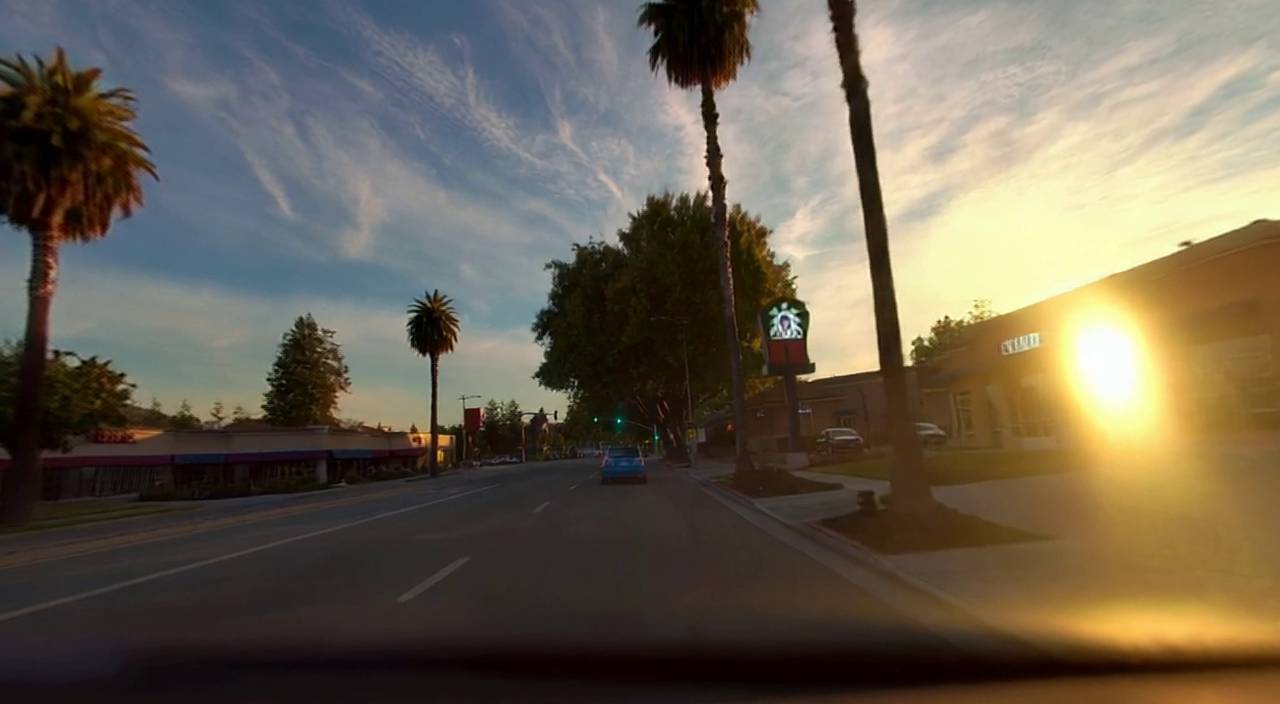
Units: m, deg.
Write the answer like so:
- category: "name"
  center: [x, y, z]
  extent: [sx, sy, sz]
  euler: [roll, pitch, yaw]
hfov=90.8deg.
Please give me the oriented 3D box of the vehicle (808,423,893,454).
- category: "vehicle"
  center: [12.456, 5.223, 37.687]
  extent: [1.873, 1.657, 4.557]
  euler: [5, -11, -31]

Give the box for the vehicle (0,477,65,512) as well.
- category: "vehicle"
  center: [-32.681, 7.602, 33.940]
  extent: [1.791, 1.511, 4.030]
  euler: [5, -10, -31]

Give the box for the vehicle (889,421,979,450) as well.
- category: "vehicle"
  center: [17.682, 5.062, 38.217]
  extent: [1.856, 1.665, 4.574]
  euler: [5, -10, -32]

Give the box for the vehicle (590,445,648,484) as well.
- category: "vehicle"
  center: [-0.848, 4.557, 26.016]
  extent: [2.156, 1.462, 4.495]
  euler: [0, -8, -1]
